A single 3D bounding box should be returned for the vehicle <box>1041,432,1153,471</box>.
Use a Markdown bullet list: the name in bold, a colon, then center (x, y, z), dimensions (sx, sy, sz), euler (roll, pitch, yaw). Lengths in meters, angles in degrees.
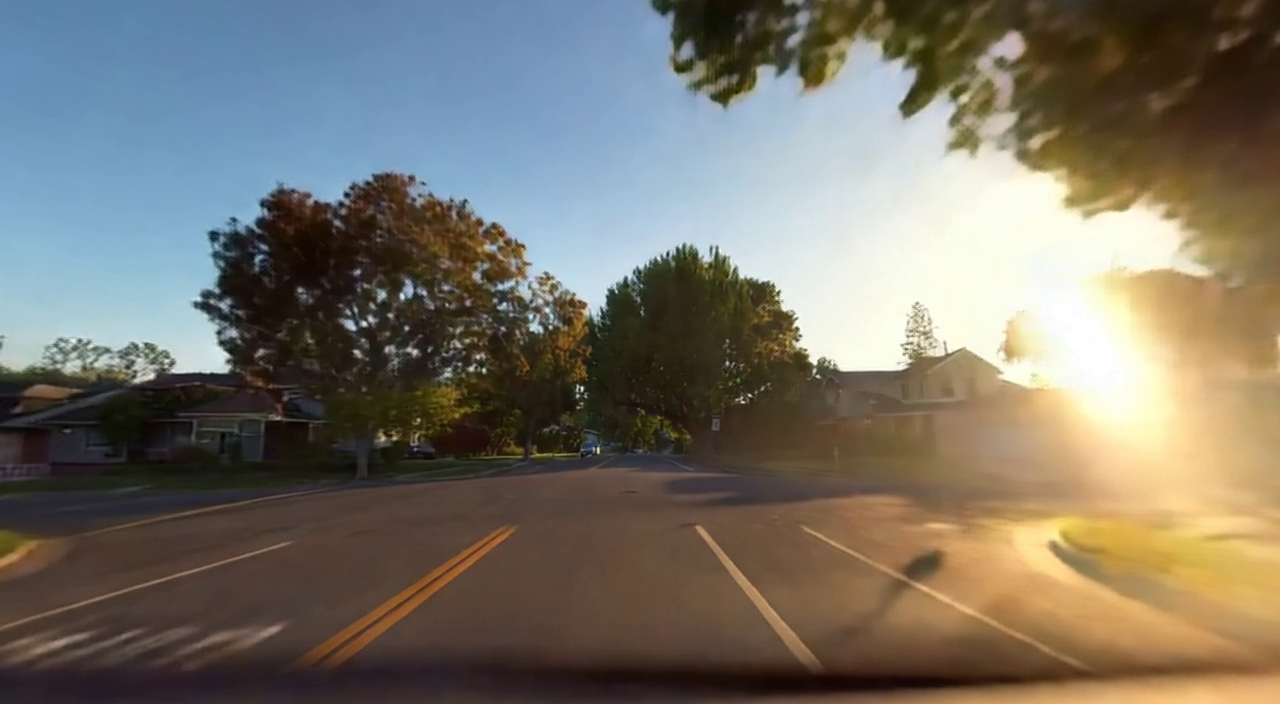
- **vehicle**: center (22.992, 4.973, 32.039), dimensions (1.879, 1.584, 4.761), euler (1, -5, -5)
